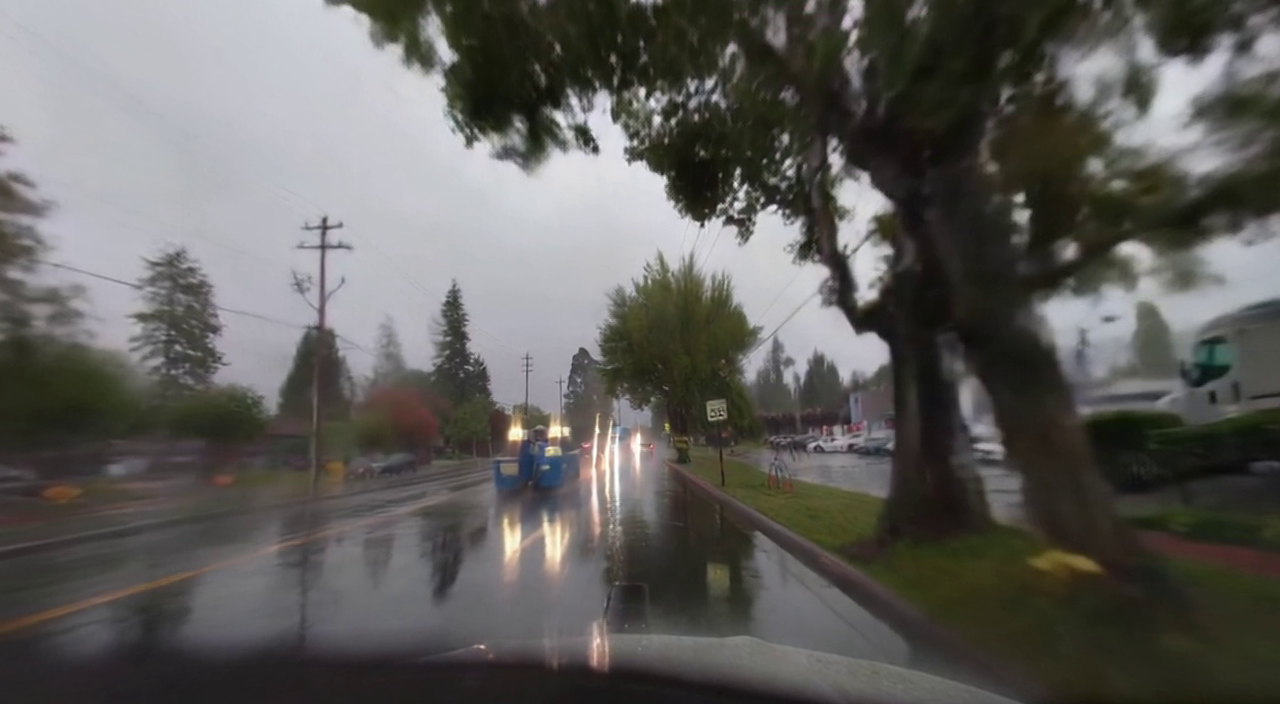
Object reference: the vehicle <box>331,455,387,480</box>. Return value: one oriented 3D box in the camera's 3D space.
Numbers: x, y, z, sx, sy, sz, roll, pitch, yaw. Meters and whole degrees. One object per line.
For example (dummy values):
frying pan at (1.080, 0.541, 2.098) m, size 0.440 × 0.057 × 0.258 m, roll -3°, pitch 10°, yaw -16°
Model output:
vehicle at (-19.617, 8.056, 44.205) m, size 2.099 × 1.449 × 4.749 m, roll 1°, pitch -8°, yaw -5°

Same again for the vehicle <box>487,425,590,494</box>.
vehicle at (-2.915, 3.239, 19.361) m, size 2.180 × 1.818 × 5.117 m, roll 0°, pitch -8°, yaw 2°
